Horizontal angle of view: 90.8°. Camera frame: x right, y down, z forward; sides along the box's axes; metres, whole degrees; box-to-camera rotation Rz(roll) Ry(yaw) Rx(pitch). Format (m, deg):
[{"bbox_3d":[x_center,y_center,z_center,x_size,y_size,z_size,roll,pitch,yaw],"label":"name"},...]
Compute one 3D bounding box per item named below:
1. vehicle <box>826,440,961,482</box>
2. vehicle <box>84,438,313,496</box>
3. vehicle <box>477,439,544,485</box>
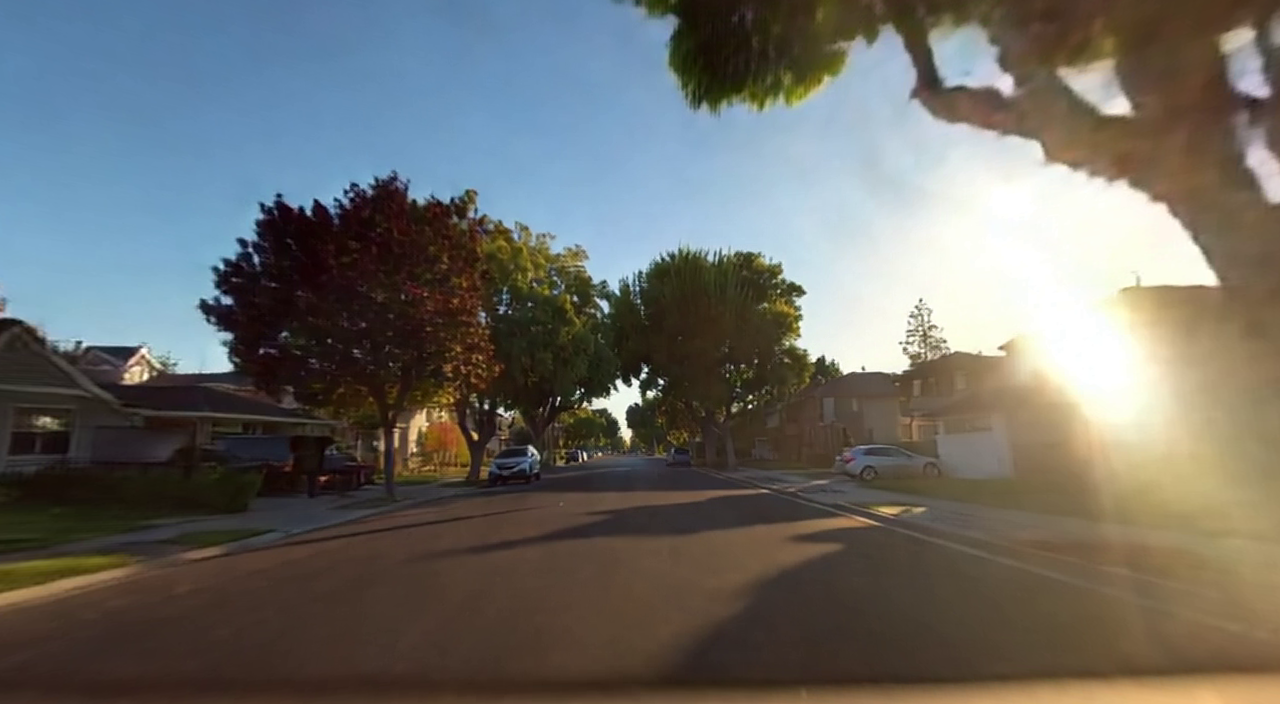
[{"bbox_3d":[9.967,4.314,25.098,4.497,1.564,1.948,0,-8,-2],"label":"vehicle"},{"bbox_3d":[-12.535,3.292,18.236,5.040,1.541,2.042,0,-9,0],"label":"vehicle"},{"bbox_3d":[-5.980,5.131,29.869,2.341,1.942,5.044,0,-8,-3],"label":"vehicle"}]
